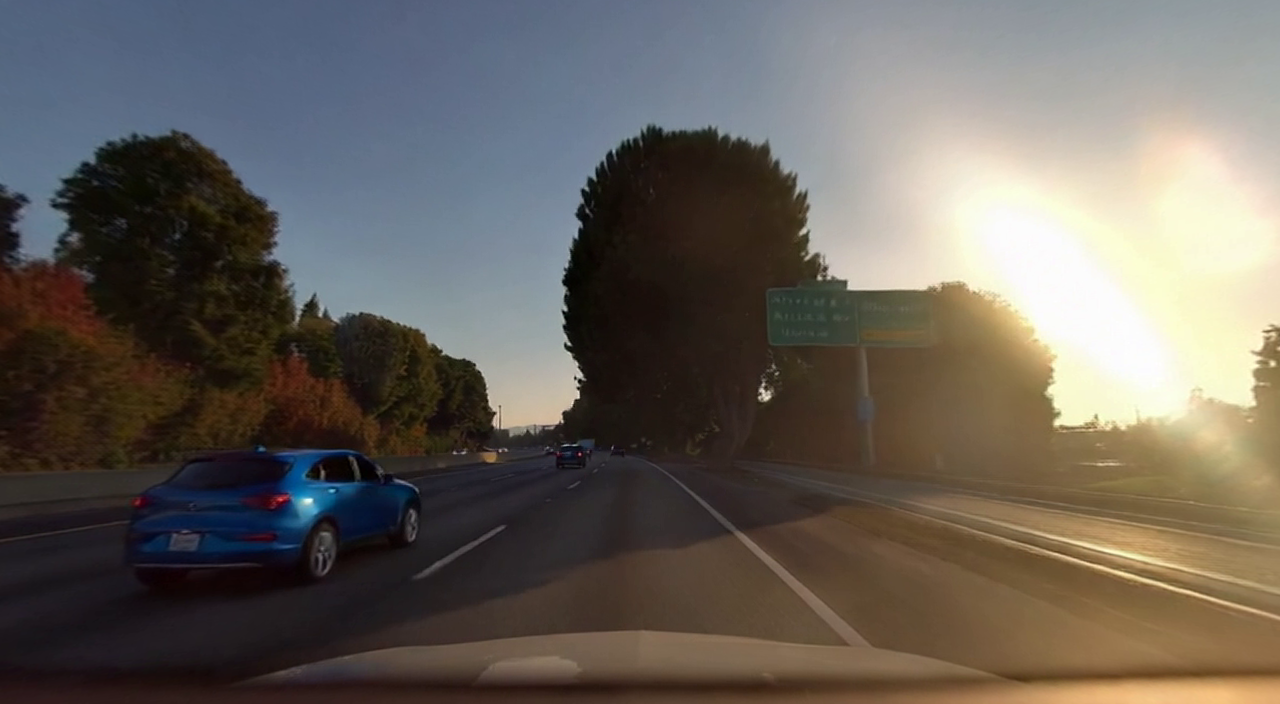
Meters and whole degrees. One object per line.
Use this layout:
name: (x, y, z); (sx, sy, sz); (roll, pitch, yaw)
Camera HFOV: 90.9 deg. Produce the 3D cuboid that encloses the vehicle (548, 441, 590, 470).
vehicle: (-4.390, 6.469, 39.742); (2.162, 1.724, 4.537); (0, -8, -1)
